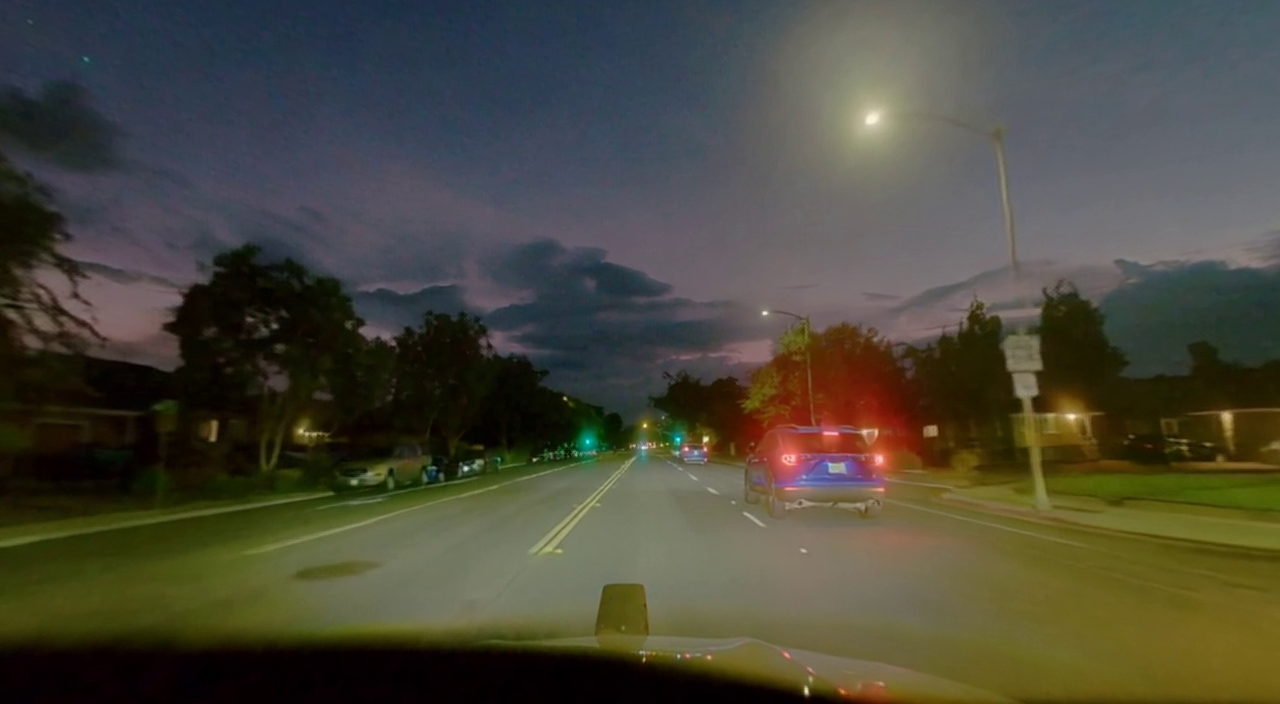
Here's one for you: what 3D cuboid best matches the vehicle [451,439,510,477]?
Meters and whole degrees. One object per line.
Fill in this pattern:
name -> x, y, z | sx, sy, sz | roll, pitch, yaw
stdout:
vehicle -> -10.152, 6.774, 40.582 | 2.254, 2.127, 5.697 | -3, -9, 0

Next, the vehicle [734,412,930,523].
vehicle -> 3.732, 2.421, 13.806 | 2.497, 1.889, 5.833 | -1, -8, 1

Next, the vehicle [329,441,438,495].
vehicle -> -10.403, 4.725, 26.153 | 2.261, 1.851, 5.724 | -3, -8, -1

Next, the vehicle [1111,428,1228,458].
vehicle -> 28.501, 4.933, 34.032 | 4.578, 1.511, 1.857 | 0, -8, 0

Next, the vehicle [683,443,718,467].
vehicle -> 3.971, 6.793, 41.756 | 1.956, 1.492, 4.425 | -1, -8, 1
